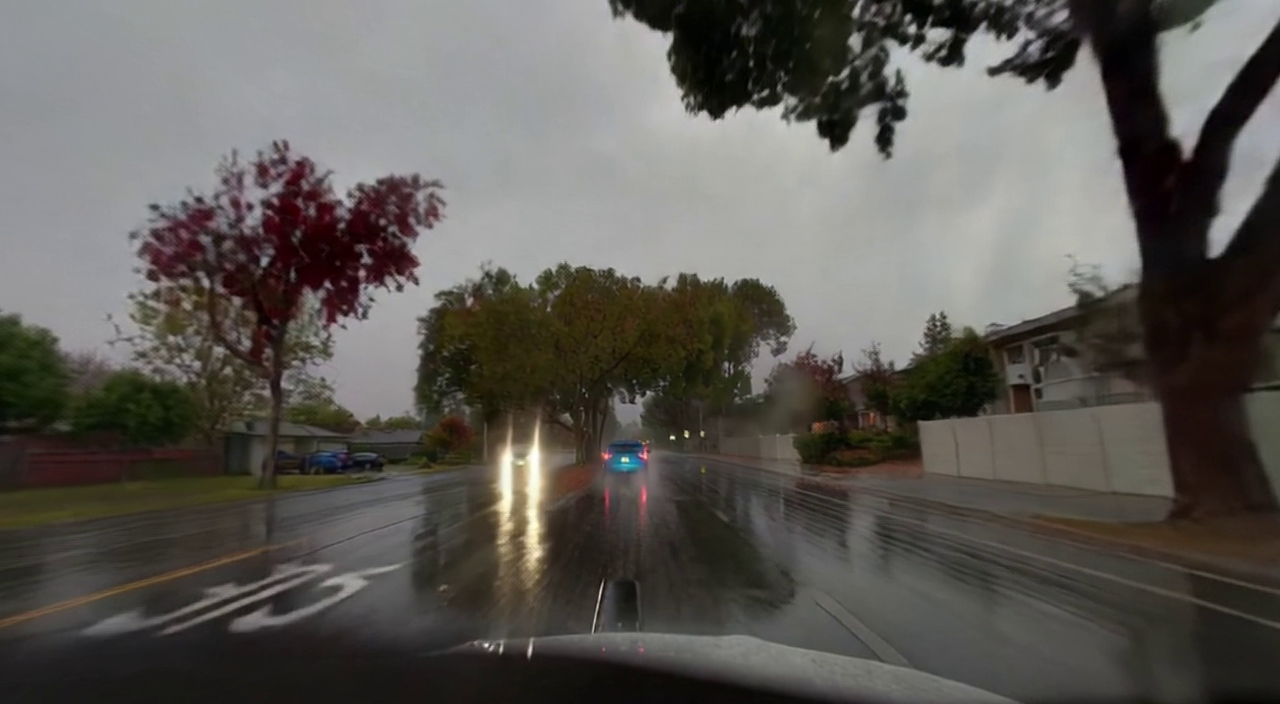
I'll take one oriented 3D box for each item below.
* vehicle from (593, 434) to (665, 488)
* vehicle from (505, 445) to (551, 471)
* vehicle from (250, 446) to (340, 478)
[{"bbox_3d":[-0.333,3.607,21.240,2.181,1.639,4.127,0,-8,0],"label":"vehicle"},{"bbox_3d":[-6.571,6.262,37.558,1.907,1.471,4.455,0,-8,0],"label":"vehicle"},{"bbox_3d":[-21.615,6.863,39.710,4.470,1.917,1.932,0,-8,3],"label":"vehicle"}]
